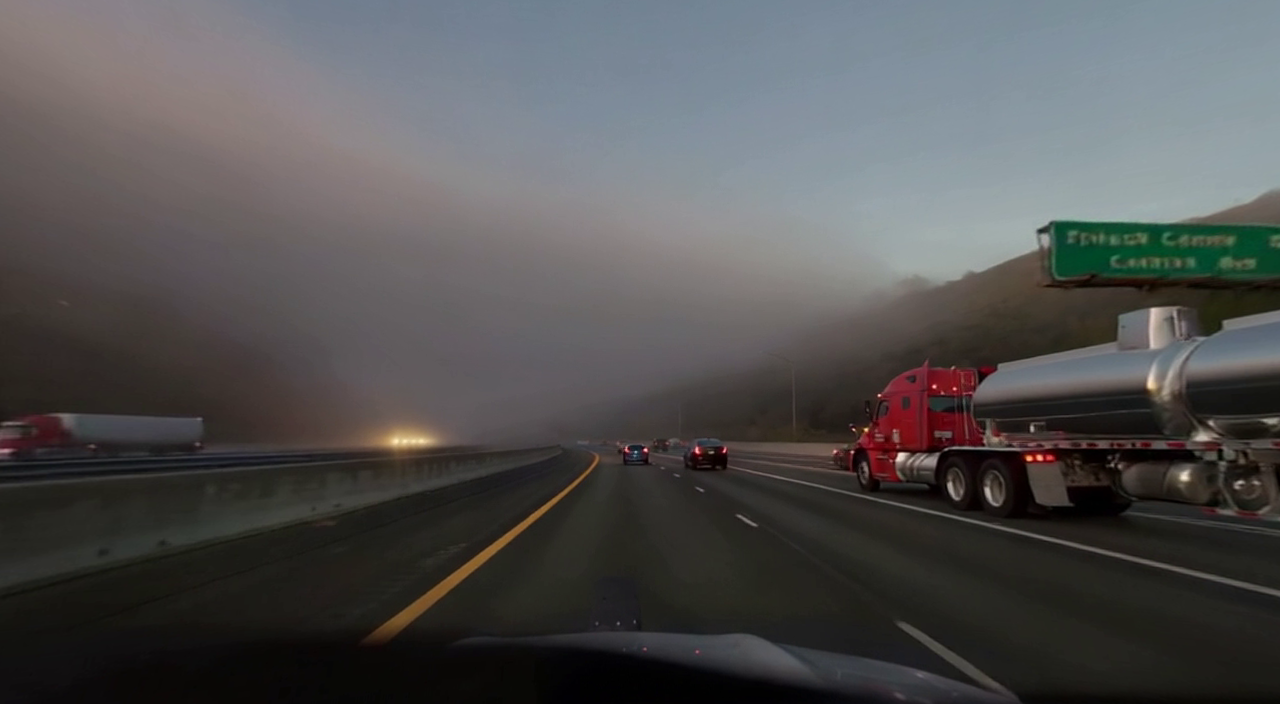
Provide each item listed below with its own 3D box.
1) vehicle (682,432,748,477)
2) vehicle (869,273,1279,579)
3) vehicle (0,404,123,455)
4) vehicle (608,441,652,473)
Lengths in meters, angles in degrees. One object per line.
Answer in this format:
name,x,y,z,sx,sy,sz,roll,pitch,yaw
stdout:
vehicle,3.171,4.480,27.729,2.098,1.794,4.561,0,-9,-4
vehicle,7.329,1.393,10.949,2.880,2.975,9.608,0,-9,-2
vehicle,-40.469,5.472,43.735,2.845,3.202,8.020,0,-9,-3
vehicle,-0.568,5.371,32.460,2.083,1.477,3.965,0,-9,-3
